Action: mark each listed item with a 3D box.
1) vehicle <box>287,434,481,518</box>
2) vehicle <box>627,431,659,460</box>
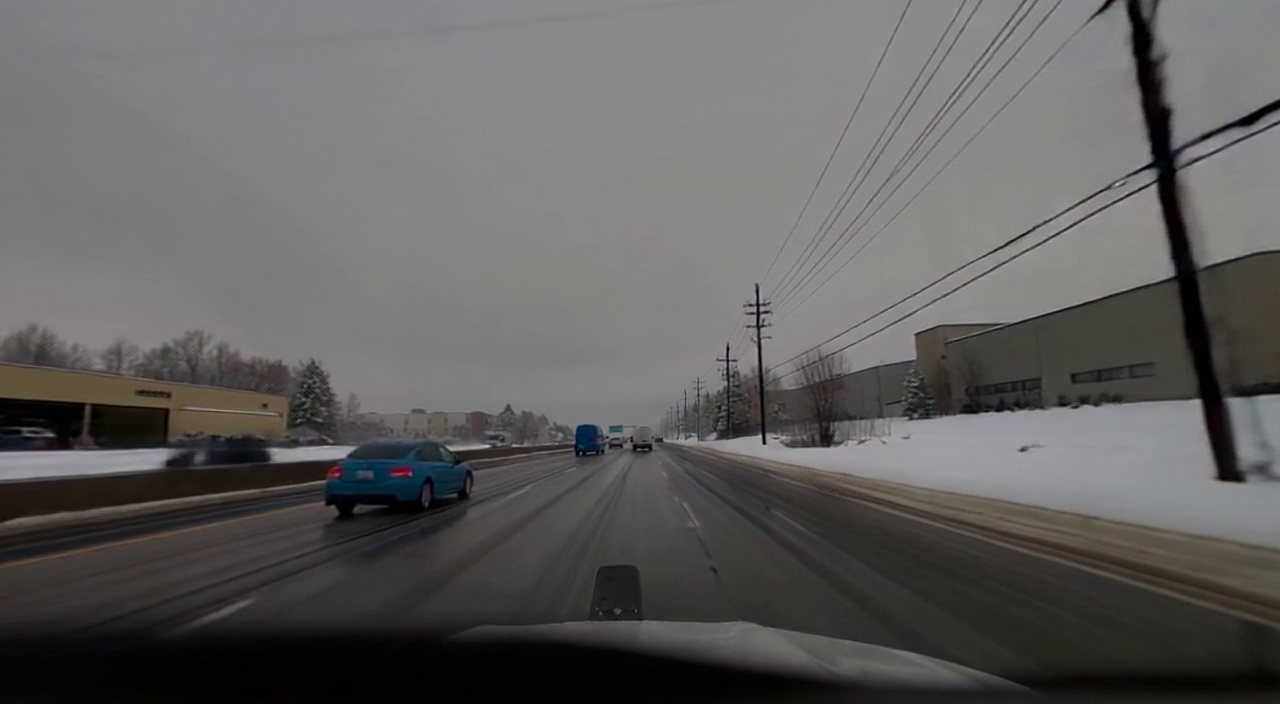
[{"bbox_3d":[-5.133,2.524,13.547,2.087,1.464,4.853,0,-8,1],"label":"vehicle"},{"bbox_3d":[0.175,6.754,45.741,2.213,1.997,4.456,0,-8,-1],"label":"vehicle"}]
